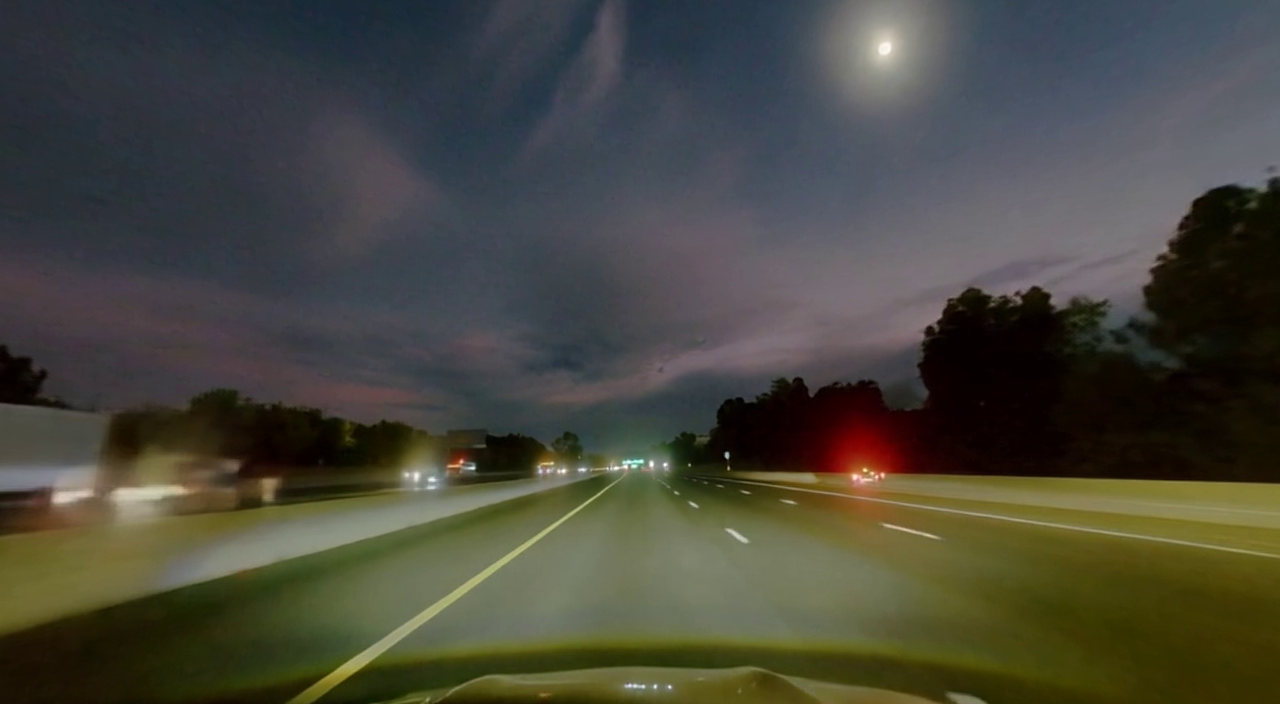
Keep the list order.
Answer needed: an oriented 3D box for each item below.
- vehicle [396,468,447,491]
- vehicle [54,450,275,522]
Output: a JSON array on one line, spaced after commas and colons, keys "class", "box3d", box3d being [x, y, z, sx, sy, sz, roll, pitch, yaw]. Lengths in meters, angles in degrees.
[{"class": "vehicle", "box3d": [-16.370, 9.531, 47.301, 2.037, 1.590, 4.871, 1, -10, 1]}, {"class": "vehicle", "box3d": [-12.594, 3.581, 17.188, 2.296, 1.635, 4.726, 1, -10, 0]}]
